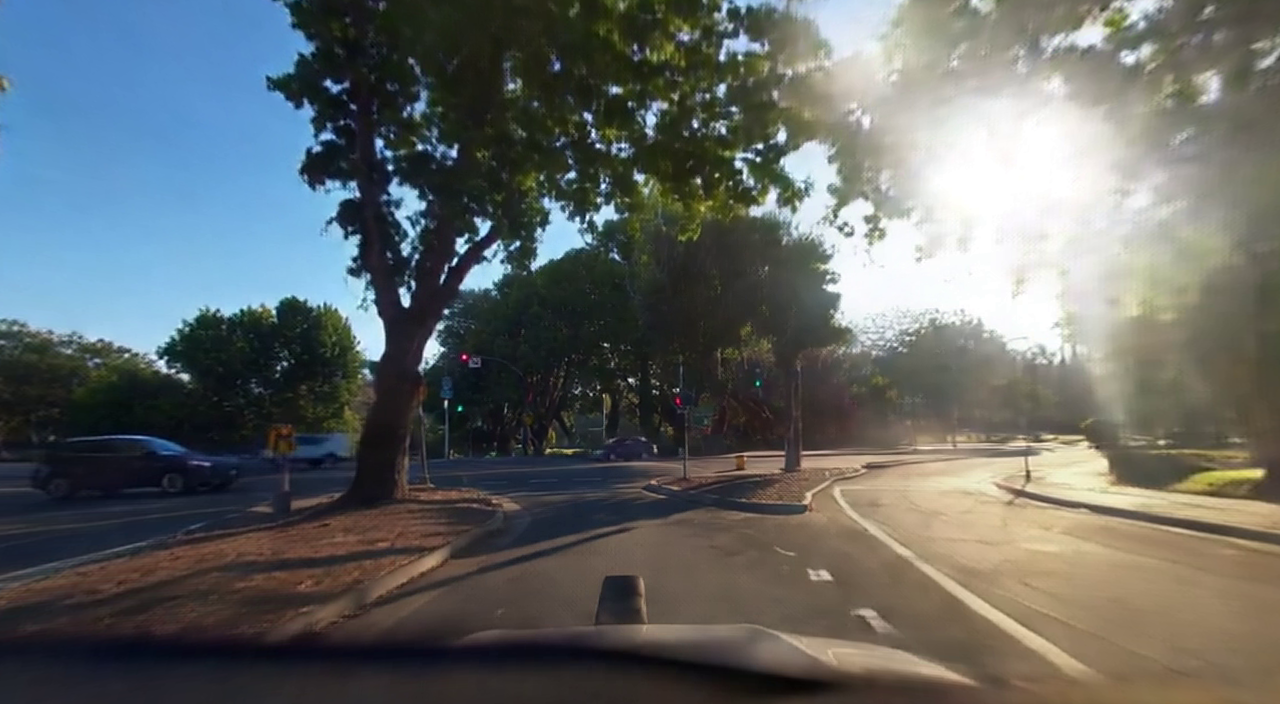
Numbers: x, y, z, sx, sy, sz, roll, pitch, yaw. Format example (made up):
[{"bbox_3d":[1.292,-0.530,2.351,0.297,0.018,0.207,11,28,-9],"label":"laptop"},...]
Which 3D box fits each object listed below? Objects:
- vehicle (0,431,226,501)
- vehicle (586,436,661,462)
[{"bbox_3d":[-13.678,2.896,16.437,4.545,1.602,2.014,4,-9,-27],"label":"vehicle"},{"bbox_3d":[-1.096,6.470,42.304,4.602,1.667,1.933,4,-10,-28],"label":"vehicle"}]
